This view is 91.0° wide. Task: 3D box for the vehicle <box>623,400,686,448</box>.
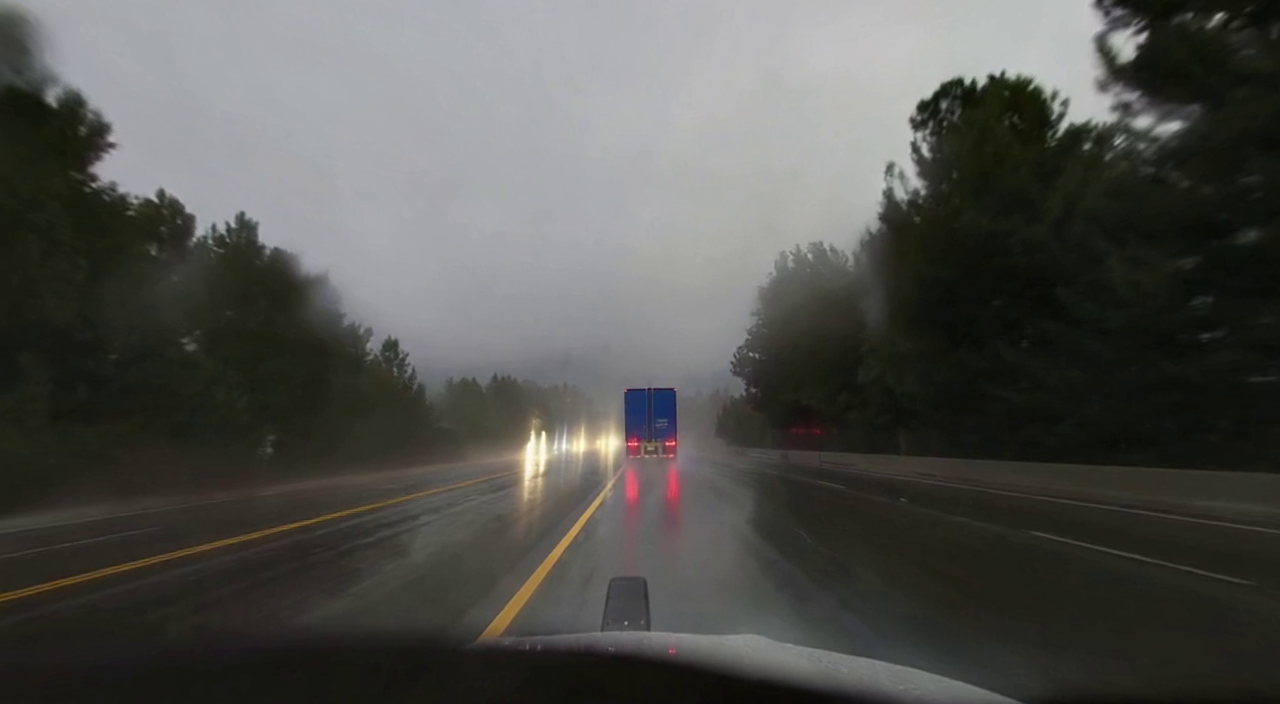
[{"bbox_3d":[0.571,3.210,27.357,2.509,1.890,4.732,0,-8,0],"label":"vehicle"}]
